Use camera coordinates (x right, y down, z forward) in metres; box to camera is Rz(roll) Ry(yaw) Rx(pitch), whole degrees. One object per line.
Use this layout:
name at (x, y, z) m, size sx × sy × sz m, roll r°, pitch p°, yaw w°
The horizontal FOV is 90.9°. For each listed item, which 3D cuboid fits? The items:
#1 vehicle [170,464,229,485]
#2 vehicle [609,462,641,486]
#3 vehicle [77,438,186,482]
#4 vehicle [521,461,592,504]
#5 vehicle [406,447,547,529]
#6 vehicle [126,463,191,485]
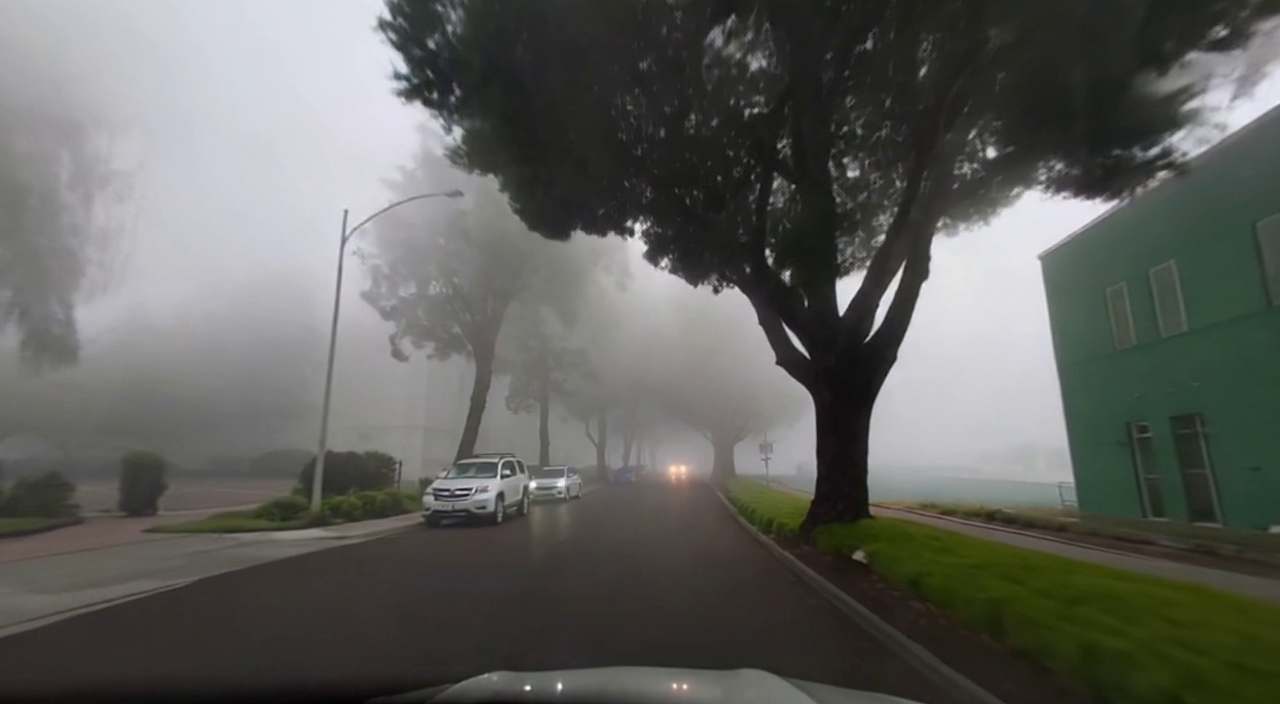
vehicle at (-30.879, 8.584, 44.239) m, size 1.590 × 1.392 × 3.279 m, roll 0°, pitch -11°, yaw 3°
vehicle at (-1.042, 8.972, 46.451) m, size 2.011 × 1.596 × 3.760 m, roll -1°, pitch -10°, yaw 4°
vehicle at (-38.340, 8.215, 47.812) m, size 2.519 × 3.043 × 6.151 m, roll 0°, pitch -10°, yaw 6°
vehicle at (-3.228, 5.185, 25.322) m, size 1.903 × 1.542 × 4.115 m, roll -2°, pitch -10°, yaw 6°
vehicle at (-3.941, 3.393, 16.191) m, size 2.022 × 1.776 × 4.625 m, roll -1°, pitch -10°, yaw 5°
vehicle at (-33.895, 8.617, 44.440) m, size 1.576 × 1.410 × 3.430 m, roll 1°, pitch -10°, yaw 4°
